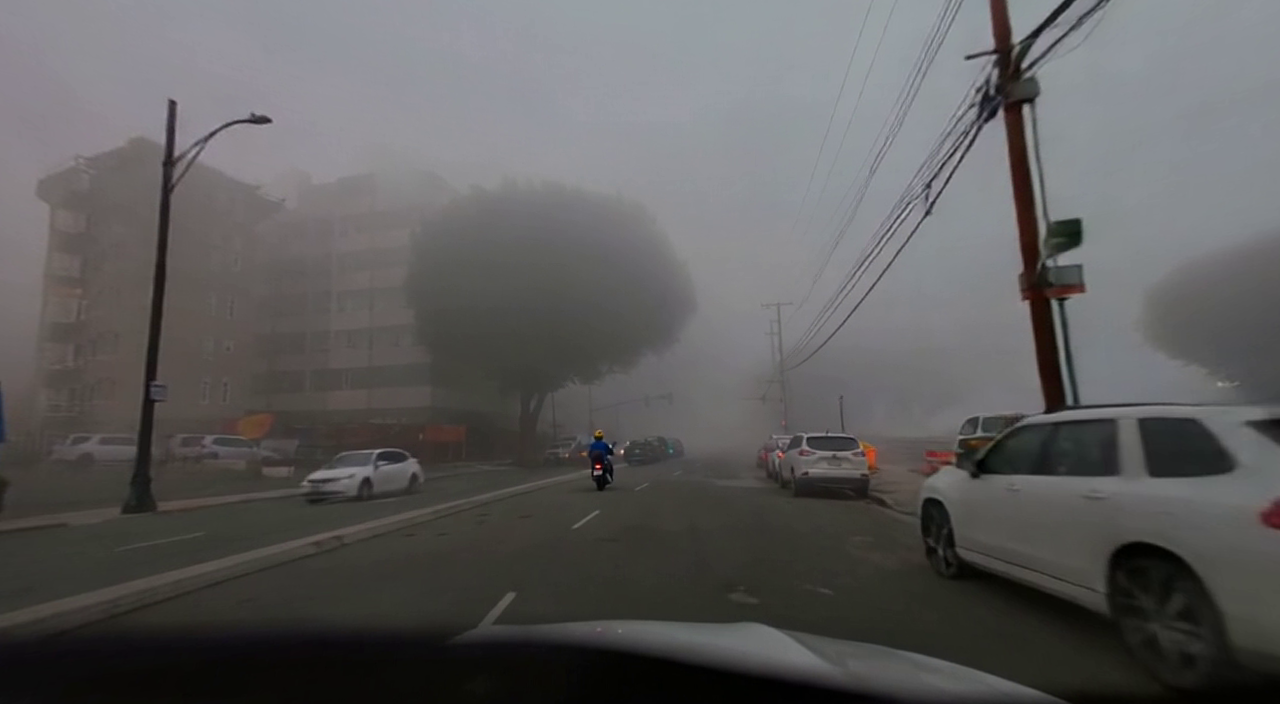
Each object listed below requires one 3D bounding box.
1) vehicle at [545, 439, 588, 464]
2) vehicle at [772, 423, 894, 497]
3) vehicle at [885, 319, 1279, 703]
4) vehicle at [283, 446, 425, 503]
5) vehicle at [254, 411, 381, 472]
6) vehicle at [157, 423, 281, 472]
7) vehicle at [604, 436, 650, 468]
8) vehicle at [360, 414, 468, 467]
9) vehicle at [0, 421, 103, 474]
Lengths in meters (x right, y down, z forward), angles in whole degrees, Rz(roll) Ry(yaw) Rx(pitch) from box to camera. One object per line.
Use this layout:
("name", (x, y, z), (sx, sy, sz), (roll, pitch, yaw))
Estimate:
("vehicle", (-5.332, 7.303, 46.545), (2.053, 1.771, 4.684), (-1, -8, 8))
("vehicle", (5.371, 3.076, 18.448), (2.387, 1.820, 5.286), (-1, -8, 6))
("vehicle", (3.864, 1.117, 4.837), (2.171, 1.832, 5.180), (-1, -8, 4))
("vehicle", (-8.801, 3.769, 19.997), (1.905, 1.536, 4.714), (-1, -8, 6))
("vehicle", (-20.652, 5.782, 41.251), (3.283, 3.441, 8.669), (-2, -7, 4))
("vehicle", (-26.963, 6.157, 40.896), (2.933, 2.907, 6.416), (-2, -8, 9))
("vehicle", (-0.647, 5.454, 34.549), (1.925, 1.602, 4.090), (-1, -8, 8))
("vehicle", (-14.622, 5.913, 42.020), (2.990, 3.144, 9.080), (-1, -8, 6))
("vehicle", (-43.262, 6.910, 45.901), (3.045, 3.446, 8.002), (2, -9, -15))
